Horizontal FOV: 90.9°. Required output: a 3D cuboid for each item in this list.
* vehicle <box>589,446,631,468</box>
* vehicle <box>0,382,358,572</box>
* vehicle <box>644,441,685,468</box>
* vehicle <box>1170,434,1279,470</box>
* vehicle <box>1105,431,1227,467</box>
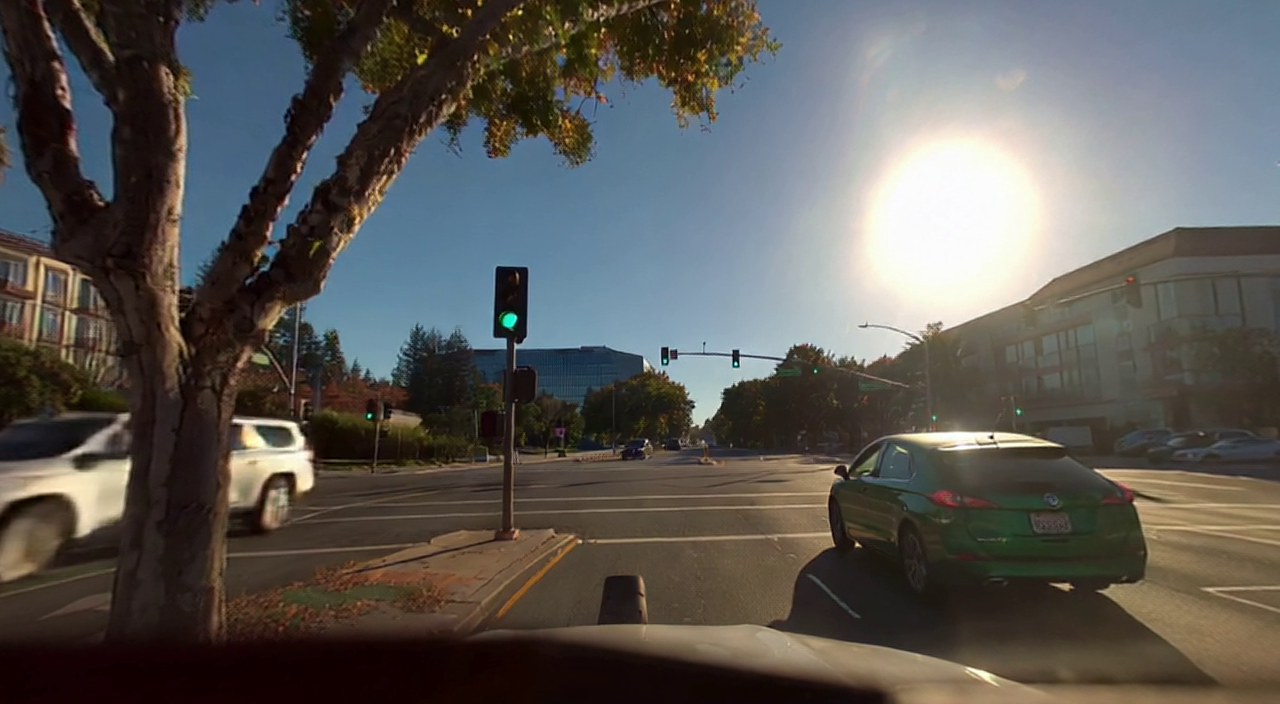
[{"bbox_3d":[-2.070,7.481,45.263,2.076,1.476,3.873,-2,-8,12],"label":"vehicle"},{"bbox_3d":[-8.895,2.138,11.920,2.775,2.246,9.043,0,-8,2],"label":"vehicle"},{"bbox_3d":[1.711,6.964,42.993,2.197,1.739,4.177,-2,-8,10],"label":"vehicle"},{"bbox_3d":[26.267,4.353,27.683,4.644,1.470,1.922,1,-8,-10],"label":"vehicle"},{"bbox_3d":[25.909,4.771,31.135,4.441,1.674,2.035,1,-8,-8],"label":"vehicle"}]
